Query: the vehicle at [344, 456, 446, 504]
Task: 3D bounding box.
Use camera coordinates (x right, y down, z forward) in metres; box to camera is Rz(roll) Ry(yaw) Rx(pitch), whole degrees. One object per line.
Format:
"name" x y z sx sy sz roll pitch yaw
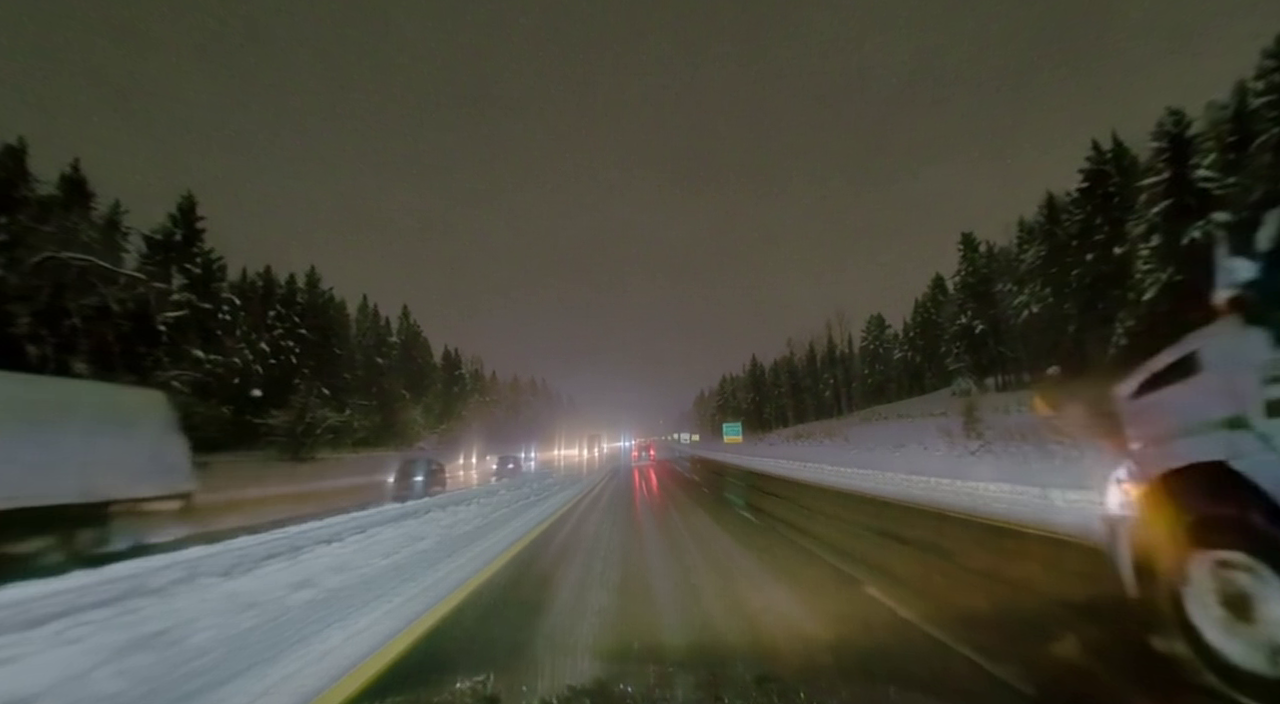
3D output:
"vehicle" -8.608 4.502 22.457 1.911 1.493 4.149 -1 -9 1

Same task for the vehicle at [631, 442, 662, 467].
"vehicle" 0.432 7.159 43.847 2.098 1.692 4.038 0 -9 0

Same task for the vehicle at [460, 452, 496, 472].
"vehicle" -12.780 8.665 49.649 1.759 1.494 3.752 -1 -9 1

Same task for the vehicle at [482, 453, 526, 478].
"vehicle" -8.674 7.236 40.252 1.919 1.491 3.932 -1 -9 1
